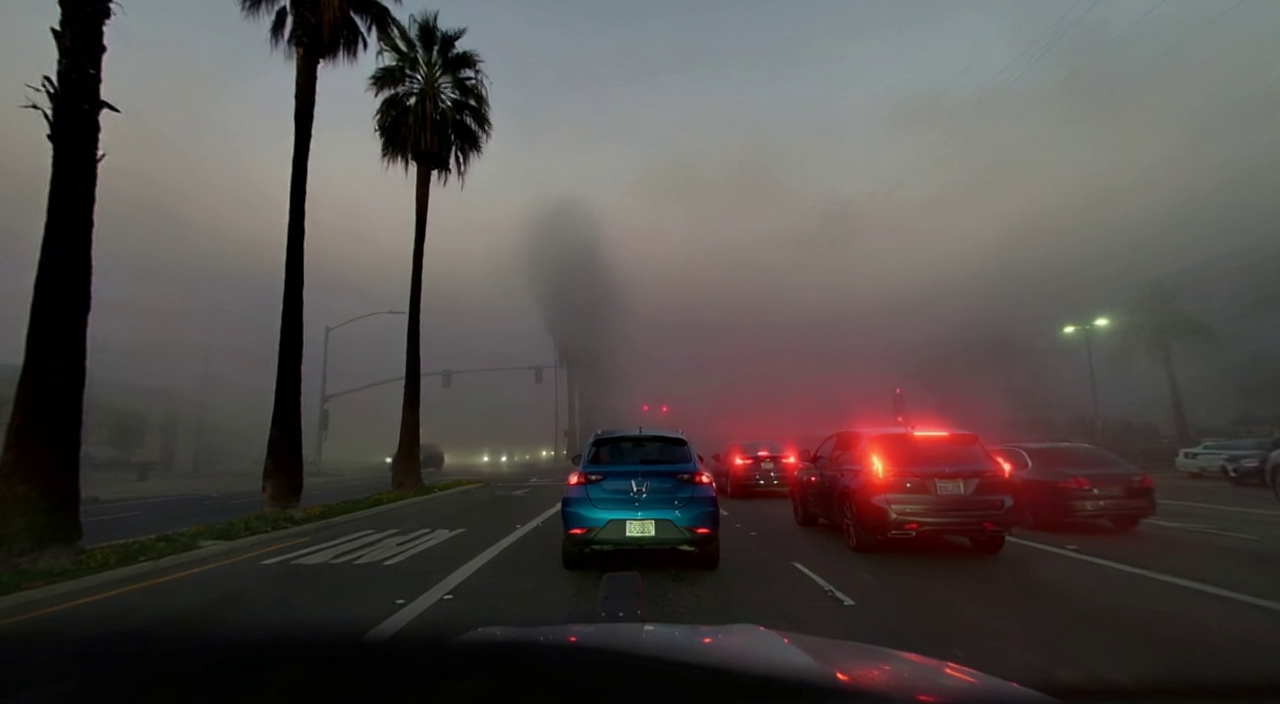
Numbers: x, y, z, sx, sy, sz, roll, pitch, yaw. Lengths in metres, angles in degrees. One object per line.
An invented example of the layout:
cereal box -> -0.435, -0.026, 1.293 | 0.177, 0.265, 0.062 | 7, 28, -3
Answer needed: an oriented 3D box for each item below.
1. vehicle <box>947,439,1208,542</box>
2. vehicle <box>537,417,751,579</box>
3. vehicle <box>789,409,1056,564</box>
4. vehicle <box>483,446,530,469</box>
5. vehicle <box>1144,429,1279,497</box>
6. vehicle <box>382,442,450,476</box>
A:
vehicle -> 7.368, 2.328, 11.254 | 1.832, 1.477, 3.981 | 0, -9, 1
vehicle -> 0.030, 1.736, 8.253 | 2.083, 1.572, 4.021 | 0, -9, 0
vehicle -> 3.668, 1.824, 9.218 | 1.947, 1.725, 4.159 | 0, -9, 0
vehicle -> -9.172, 7.304, 43.877 | 2.168, 1.462, 4.505 | 0, -9, 1
vehicle -> 18.056, 3.211, 18.449 | 4.786, 1.848, 2.107 | 0, -9, -1
vehicle -> -12.491, 5.980, 35.605 | 2.180, 1.776, 4.521 | 0, -9, 0
